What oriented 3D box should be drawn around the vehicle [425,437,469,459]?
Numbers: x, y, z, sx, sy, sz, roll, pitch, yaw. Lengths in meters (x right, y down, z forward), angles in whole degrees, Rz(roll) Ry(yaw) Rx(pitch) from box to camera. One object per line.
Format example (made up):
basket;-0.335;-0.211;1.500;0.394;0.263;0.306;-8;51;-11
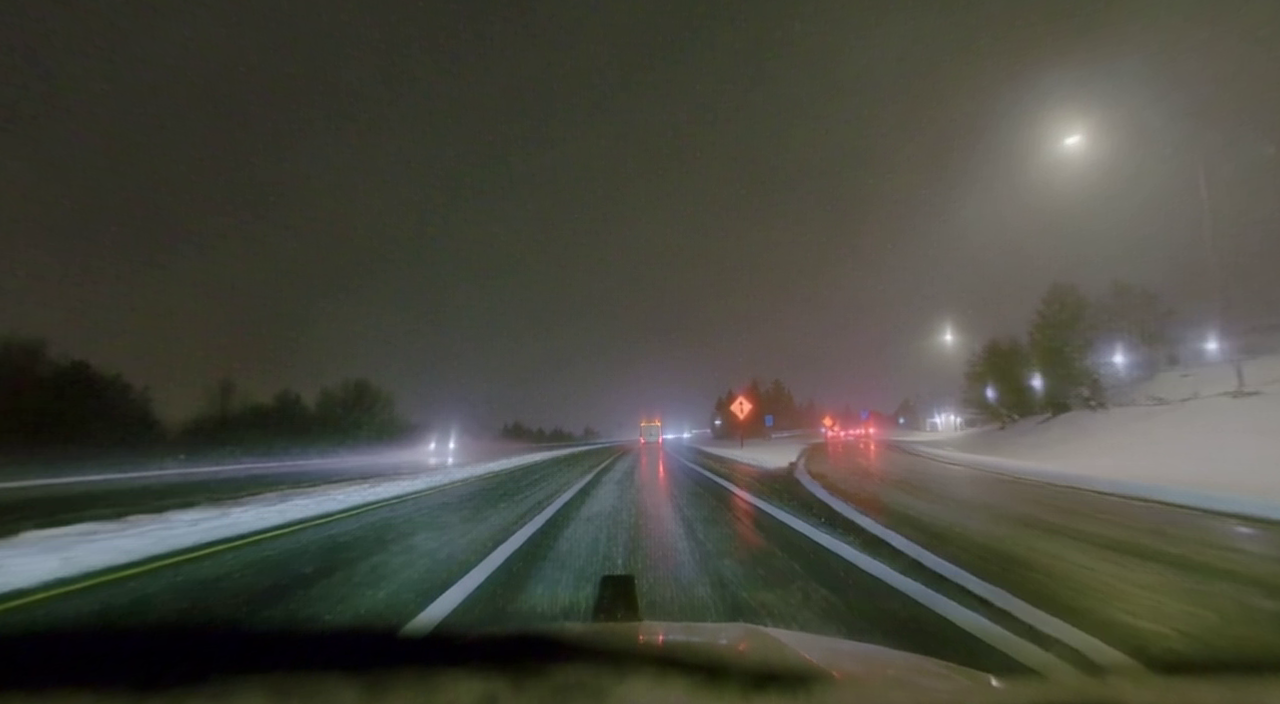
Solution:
vehicle;-13.746;6.828;44.979;1.828;1.495;4.024;0;-8;1
